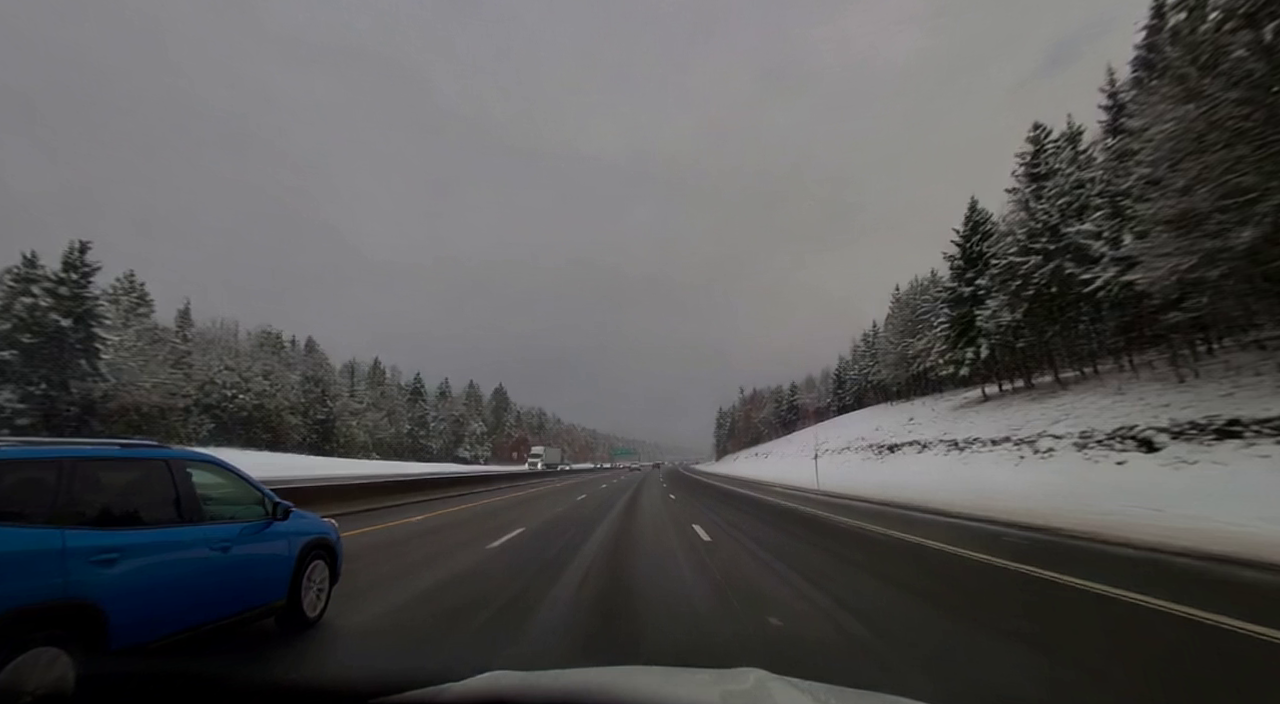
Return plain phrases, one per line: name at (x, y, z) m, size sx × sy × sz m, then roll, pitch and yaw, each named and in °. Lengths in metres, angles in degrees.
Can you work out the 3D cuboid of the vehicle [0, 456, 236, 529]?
vehicle at (-12.335, 3.336, 15.385) m, size 1.908 × 1.474 × 4.529 m, roll 1°, pitch -10°, yaw 0°
